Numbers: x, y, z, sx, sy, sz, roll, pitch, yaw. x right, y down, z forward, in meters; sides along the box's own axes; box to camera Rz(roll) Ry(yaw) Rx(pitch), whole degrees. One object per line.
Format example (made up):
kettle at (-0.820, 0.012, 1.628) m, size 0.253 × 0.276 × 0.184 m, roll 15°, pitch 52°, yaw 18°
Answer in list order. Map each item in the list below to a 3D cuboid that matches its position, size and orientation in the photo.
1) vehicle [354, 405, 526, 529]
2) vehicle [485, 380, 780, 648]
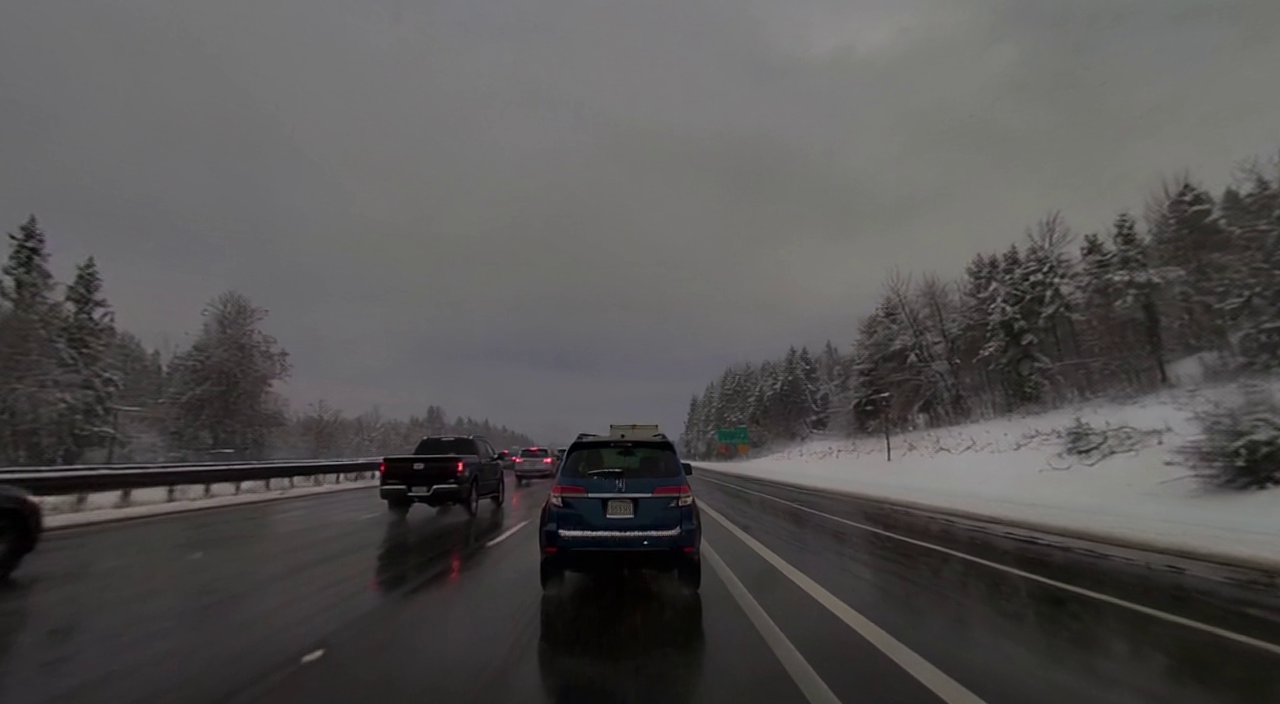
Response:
vehicle at (-3.945, 2.378, 13.507) m, size 2.055 × 2.144 × 4.782 m, roll -1°, pitch -9°, yaw 1°
vehicle at (-0.090, 1.358, 6.070) m, size 1.995 × 1.798 × 3.380 m, roll 0°, pitch -9°, yaw -1°
